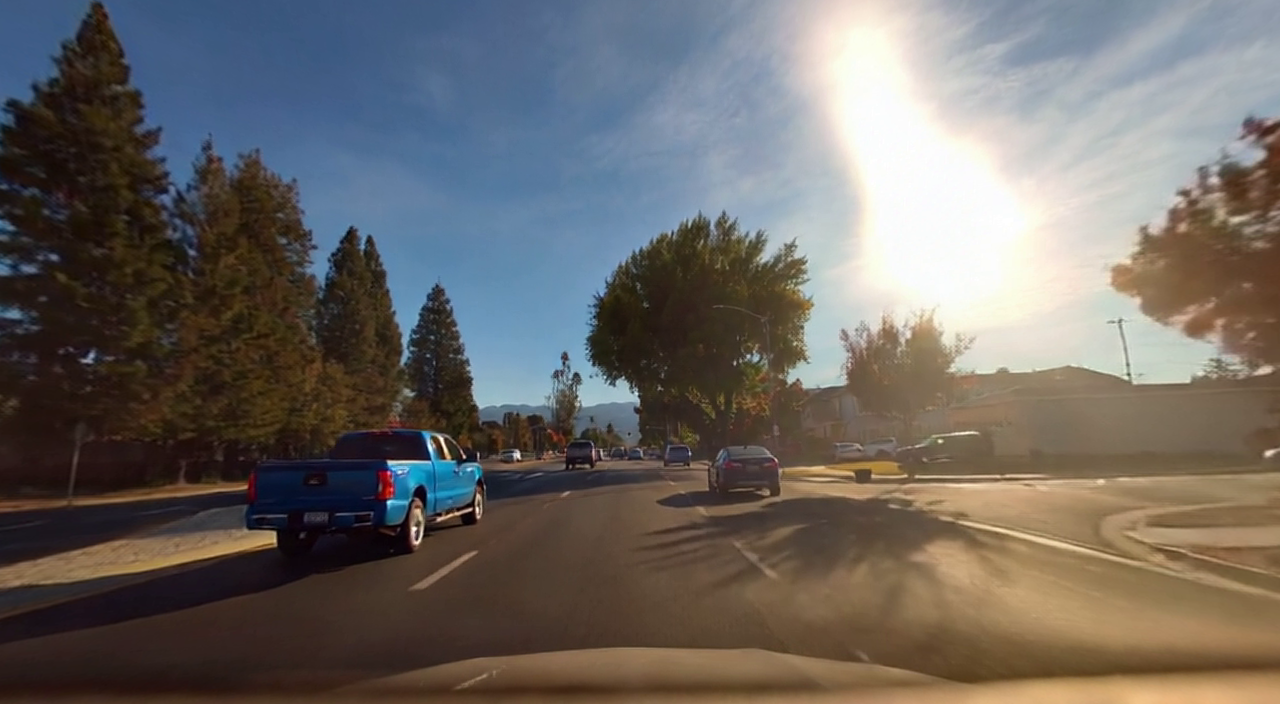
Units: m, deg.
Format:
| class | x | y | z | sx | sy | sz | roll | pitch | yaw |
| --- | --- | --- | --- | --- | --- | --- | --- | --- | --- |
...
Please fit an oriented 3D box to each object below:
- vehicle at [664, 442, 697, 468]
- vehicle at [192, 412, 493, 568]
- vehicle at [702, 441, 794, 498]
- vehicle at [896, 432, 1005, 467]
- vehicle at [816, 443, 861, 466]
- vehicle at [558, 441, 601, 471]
| class | x | y | z | sx | sy | sz | roll | pitch | yaw |
| --- | --- | --- | --- | --- | --- | --- | --- | --- | --- |
| vehicle | 3.064 | 7.969 | 49.016 | 2.099 | 1.845 | 4.363 | 0 | -9 | -2 |
| vehicle | -3.986 | 1.957 | 9.857 | 2.111 | 1.745 | 5.274 | 0 | -8 | 0 |
| vehicle | 3.032 | 3.394 | 18.655 | 1.884 | 1.463 | 4.195 | 0 | -8 | -1 |
| vehicle | 17.107 | 5.381 | 35.016 | 1.991 | 1.806 | 4.902 | 7 | -11 | -39 |
| vehicle | 13.641 | 7.045 | 43.615 | 1.929 | 1.502 | 4.177 | -1 | -9 | 3 |
| vehicle | -3.823 | 6.667 | 40.647 | 2.218 | 1.829 | 4.492 | 0 | -9 | 1 |
